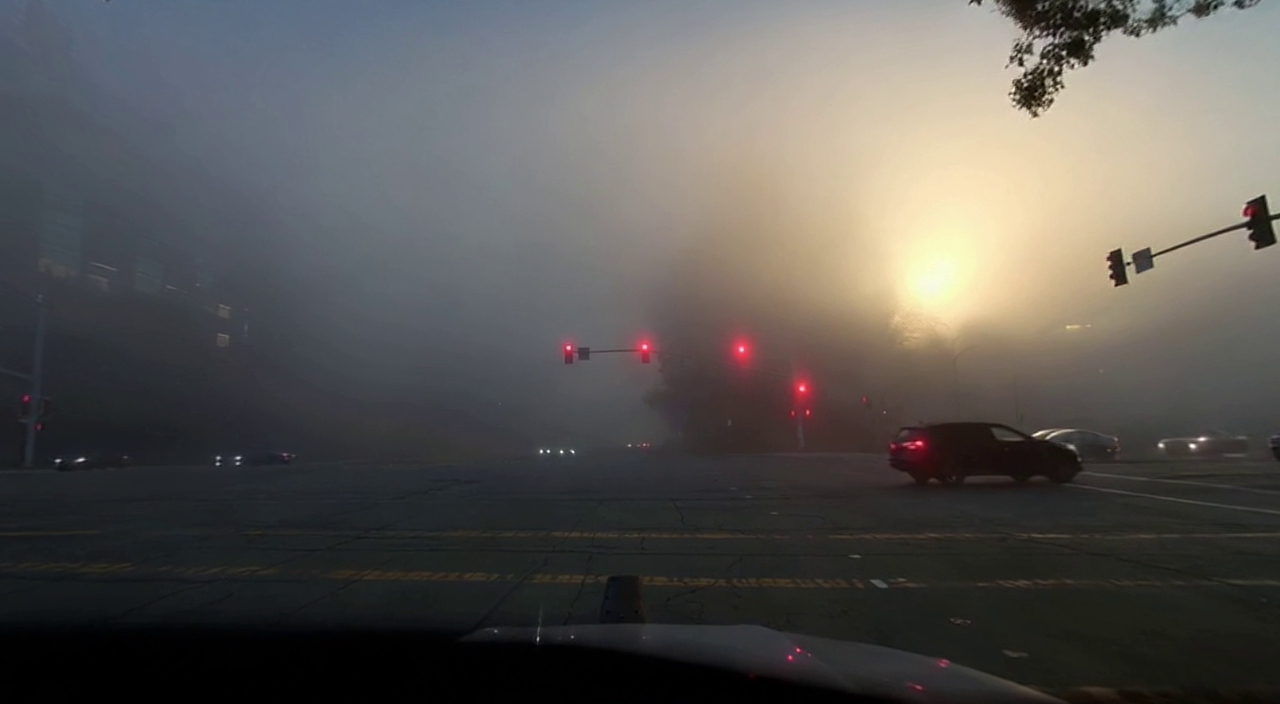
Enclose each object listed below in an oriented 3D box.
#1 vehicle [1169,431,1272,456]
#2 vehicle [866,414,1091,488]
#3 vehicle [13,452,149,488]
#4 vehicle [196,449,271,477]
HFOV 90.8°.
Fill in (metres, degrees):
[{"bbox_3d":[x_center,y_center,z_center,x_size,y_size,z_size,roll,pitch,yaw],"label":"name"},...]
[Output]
[{"bbox_3d":[35.957,5.688,39.297,2.135,1.467,4.532,0,-9,1],"label":"vehicle"},{"bbox_3d":[9.642,2.898,18.583,5.310,1.972,2.223,-2,-9,11],"label":"vehicle"},{"bbox_3d":[-28.202,5.924,32.101,2.135,1.637,4.582,-3,-9,19],"label":"vehicle"},{"bbox_3d":[-26.372,7.168,41.167,1.889,1.662,4.319,0,-9,1],"label":"vehicle"}]
